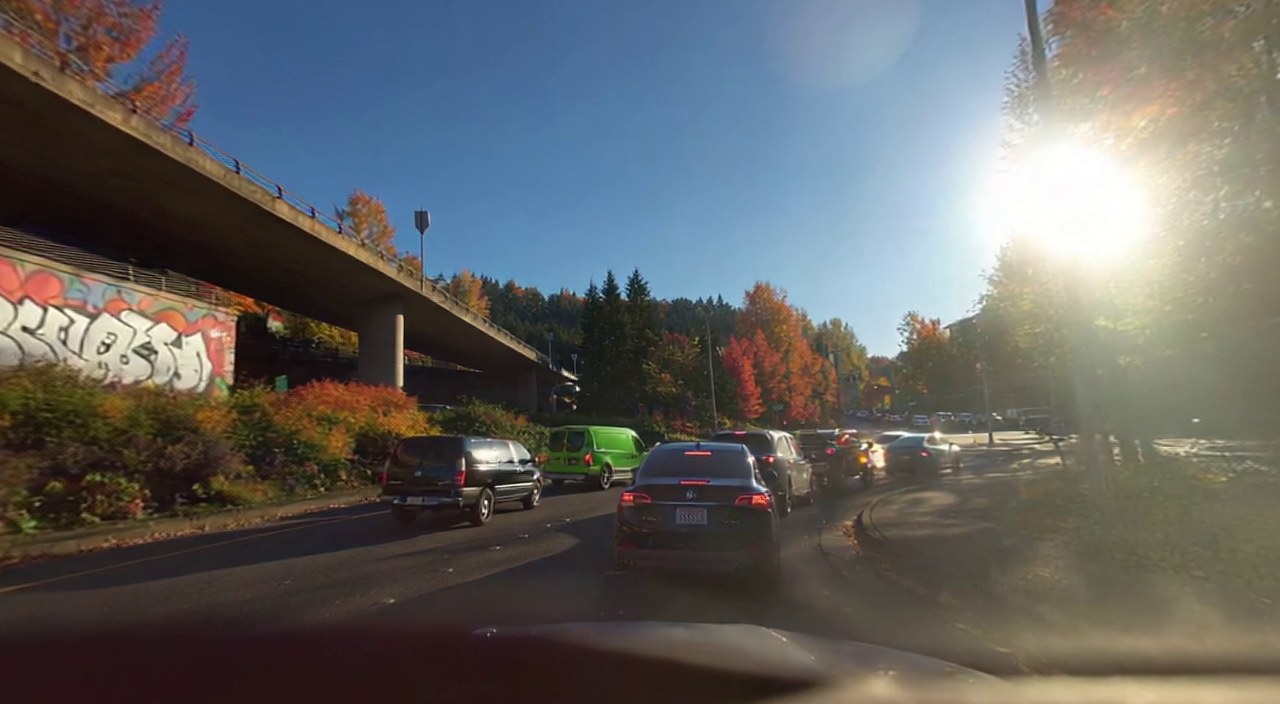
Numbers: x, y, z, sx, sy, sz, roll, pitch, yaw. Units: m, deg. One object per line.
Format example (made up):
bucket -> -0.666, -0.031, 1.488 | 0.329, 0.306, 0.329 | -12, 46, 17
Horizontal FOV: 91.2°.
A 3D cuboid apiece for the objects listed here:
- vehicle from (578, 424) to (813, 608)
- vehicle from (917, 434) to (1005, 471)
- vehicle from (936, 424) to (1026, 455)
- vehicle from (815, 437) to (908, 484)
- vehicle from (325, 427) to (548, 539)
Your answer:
vehicle -> 0.903, 1.695, 7.342 | 2.064, 1.515, 3.722 | -3, -9, 15
vehicle -> 14.178, 4.420, 27.629 | 3.934, 1.485, 1.763 | 6, -11, -36
vehicle -> 19.166, 4.937, 35.234 | 4.309, 1.613, 1.909 | 3, -9, -18
vehicle -> 7.765, 3.729, 21.783 | 1.780, 1.446, 3.902 | -7, -11, 38
vehicle -> -3.235, 2.179, 10.992 | 1.921, 1.554, 4.081 | -2, -9, 11
